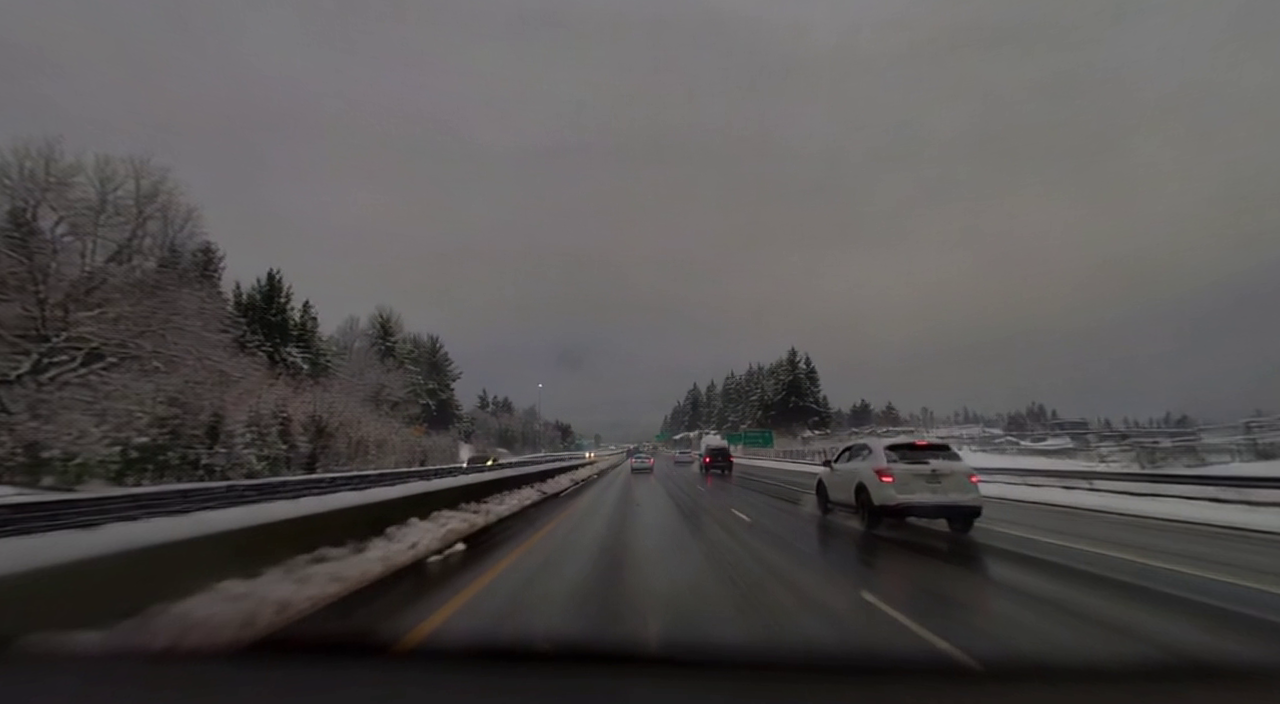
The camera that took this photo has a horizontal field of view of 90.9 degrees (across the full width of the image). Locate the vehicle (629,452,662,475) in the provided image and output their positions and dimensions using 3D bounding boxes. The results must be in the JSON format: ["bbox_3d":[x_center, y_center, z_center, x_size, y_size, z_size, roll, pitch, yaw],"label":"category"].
[{"bbox_3d":[0.343,7.059,40.050,2.012,1.320,3.777,0,-9,1],"label":"vehicle"}]

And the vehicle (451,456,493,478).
[{"bbox_3d":[-12.196,8.374,45.939,1.830,1.463,4.503,0,-9,0],"label":"vehicle"}]

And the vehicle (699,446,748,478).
[{"bbox_3d":[4.317,5.758,33.159,1.935,1.594,3.981,0,-9,-1],"label":"vehicle"}]

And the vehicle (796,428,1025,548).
[{"bbox_3d":[4.281,2.224,10.954,1.969,1.639,4.472,0,-9,0],"label":"vehicle"}]
